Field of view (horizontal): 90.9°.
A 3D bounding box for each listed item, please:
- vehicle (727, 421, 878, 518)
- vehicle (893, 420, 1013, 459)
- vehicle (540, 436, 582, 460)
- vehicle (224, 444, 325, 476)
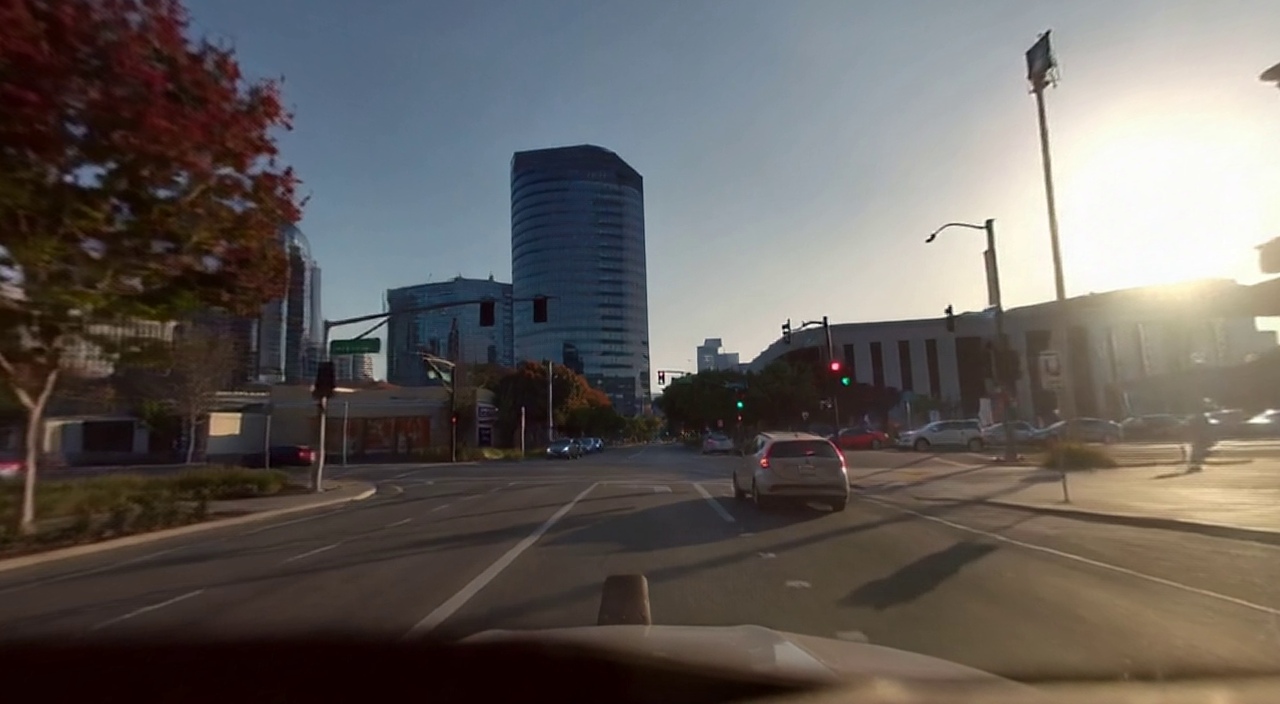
[{"bbox_3d":[2.964,2.223,12.427,1.947,1.576,3.825,0,-8,0],"label":"vehicle"},{"bbox_3d":[14.755,4.158,29.941,4.611,1.778,1.939,0,-8,0],"label":"vehicle"},{"bbox_3d":[-5.817,7.152,46.970,1.972,1.693,4.516,-1,-8,7],"label":"vehicle"},{"bbox_3d":[-18.822,5.548,32.537,4.037,1.562,2.099,-2,-8,12],"label":"vehicle"}]
